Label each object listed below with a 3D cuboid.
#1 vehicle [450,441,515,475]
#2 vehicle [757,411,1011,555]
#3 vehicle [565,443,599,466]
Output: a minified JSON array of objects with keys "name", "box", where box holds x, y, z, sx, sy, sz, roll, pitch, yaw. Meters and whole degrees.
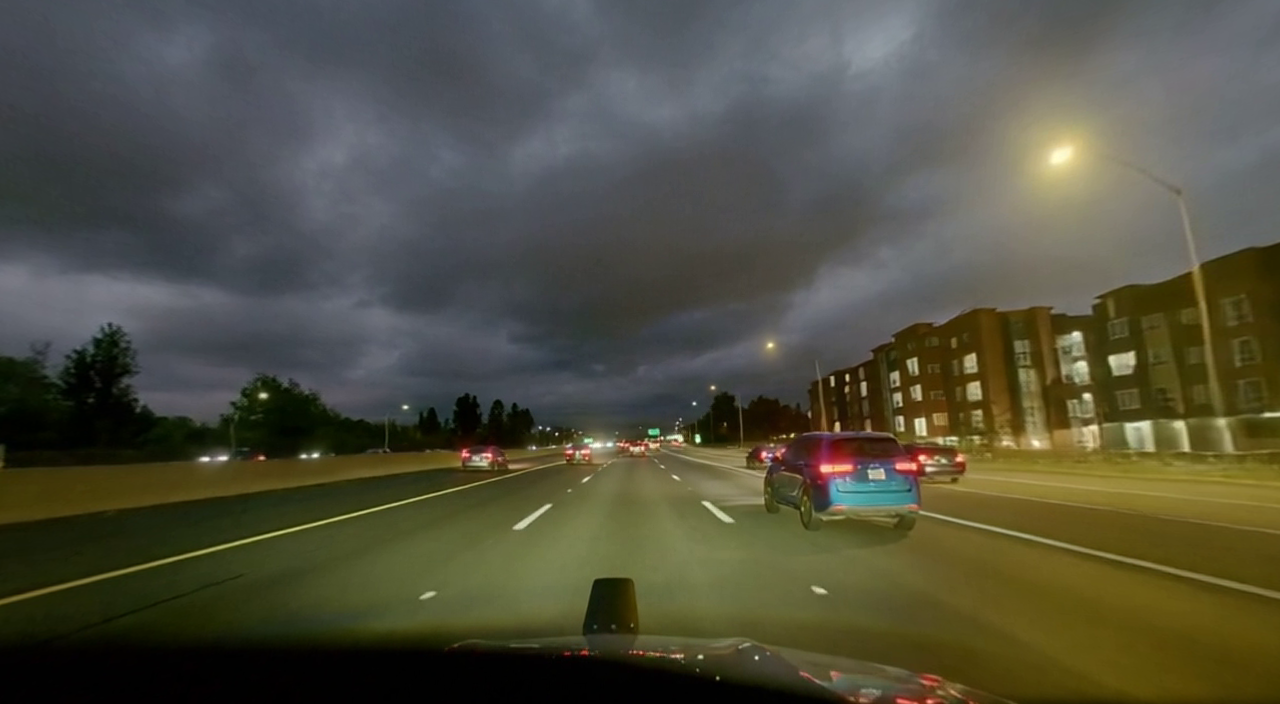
[{"name":"vehicle","box":[-7.586,5.144,30.904,2.021,1.496,4.495,0,-9,0]},{"name":"vehicle","box":[3.311,1.885,9.711,2.080,1.694,4.286,0,-9,-1]},{"name":"vehicle","box":[-3.896,6.977,43.150,2.002,1.466,4.378,0,-9,-1]}]
